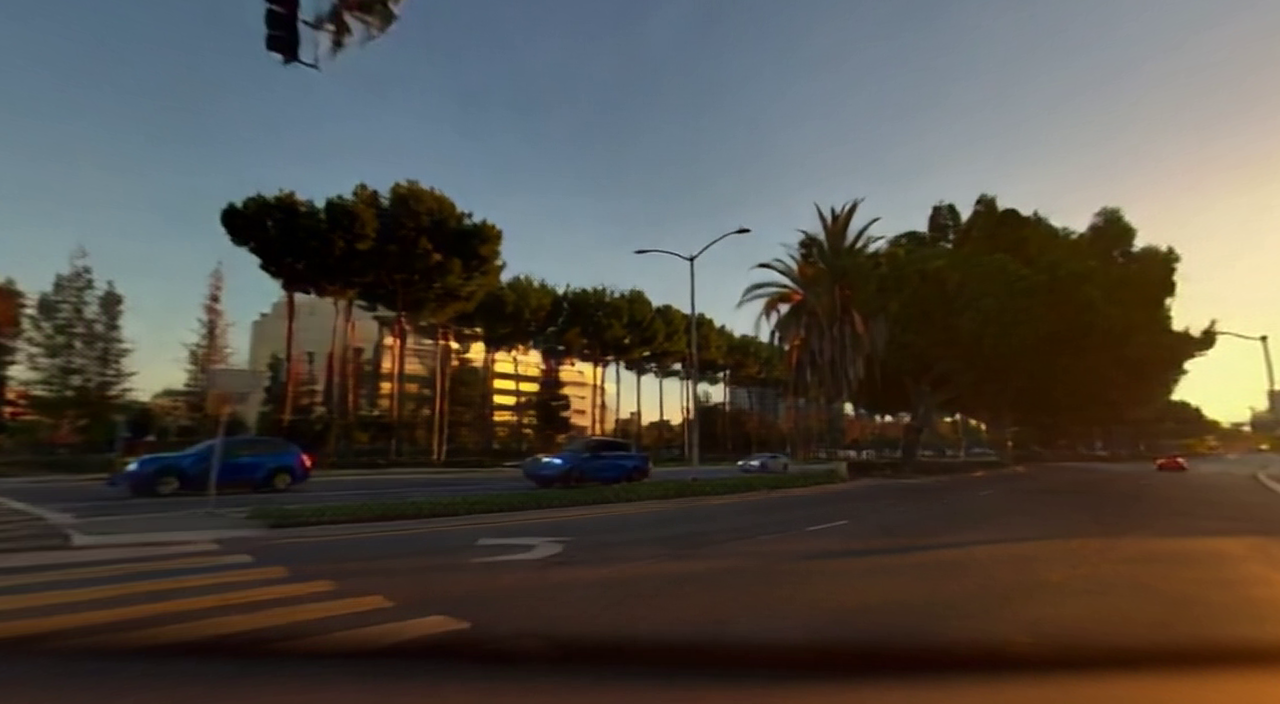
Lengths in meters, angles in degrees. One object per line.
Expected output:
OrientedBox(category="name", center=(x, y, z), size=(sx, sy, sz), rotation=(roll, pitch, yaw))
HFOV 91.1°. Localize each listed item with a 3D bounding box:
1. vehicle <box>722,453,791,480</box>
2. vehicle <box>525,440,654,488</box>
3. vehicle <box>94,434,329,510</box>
OrientedBox(category="vehicle", center=(7.268, 7.002, 38.726), size=(1.915, 1.490, 4.763), rotation=(-8, -12, 42))
OrientedBox(category="vehicle", center=(-2.112, 4.960, 28.190), size=(2.273, 1.890, 5.841), rotation=(-8, -11, 41))
OrientedBox(category="vehicle", center=(-11.527, 3.185, 17.229), size=(2.050, 1.751, 4.820), rotation=(-7, -11, 39))
